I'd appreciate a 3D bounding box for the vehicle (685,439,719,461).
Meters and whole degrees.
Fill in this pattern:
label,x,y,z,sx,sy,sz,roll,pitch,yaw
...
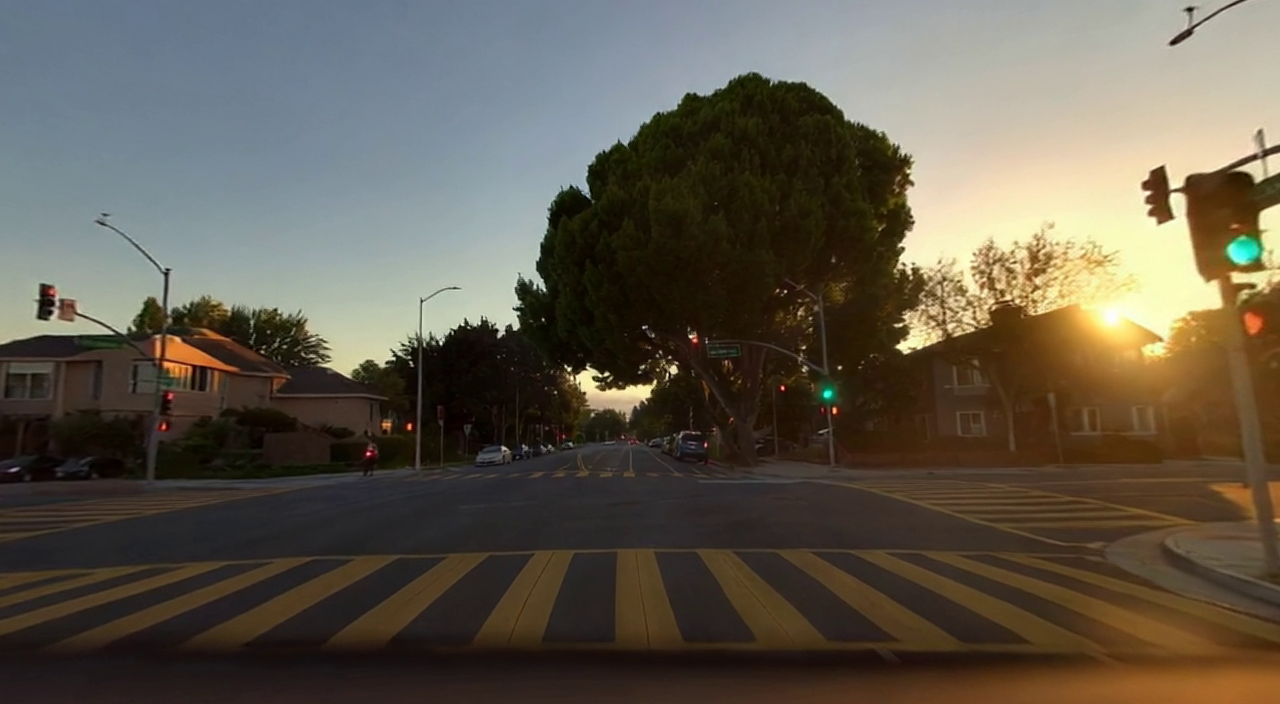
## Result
label,x,y,z,sx,sy,sz,roll,pitch,yaw
vehicle,4.262,6.806,43.901,1.987,1.466,4.389,0,-8,0
